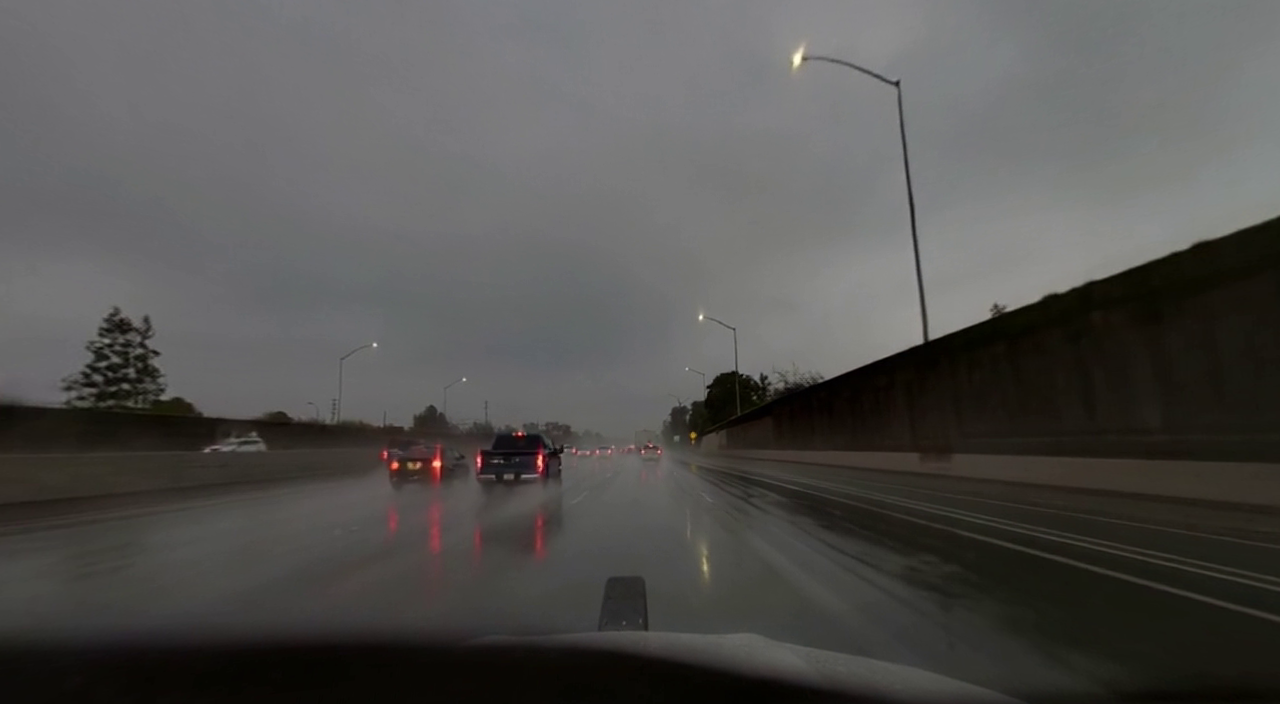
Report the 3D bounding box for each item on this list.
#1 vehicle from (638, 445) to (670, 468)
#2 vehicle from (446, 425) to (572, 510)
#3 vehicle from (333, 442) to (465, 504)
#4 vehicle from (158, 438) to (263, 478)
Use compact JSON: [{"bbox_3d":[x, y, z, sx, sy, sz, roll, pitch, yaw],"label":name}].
[{"bbox_3d":[0.954,7.165,43.596,2.073,1.480,4.343,-1,-8,1],"label":"vehicle"},{"bbox_3d":[-3.088,2.846,16.042,2.124,1.787,4.830,-1,-8,1],"label":"vehicle"},{"bbox_3d":[-6.456,3.254,17.512,1.887,1.475,4.316,-1,-8,1],"label":"vehicle"},{"bbox_3d":[-25.584,6.312,37.900,2.529,2.189,5.220,-1,-8,1],"label":"vehicle"}]
